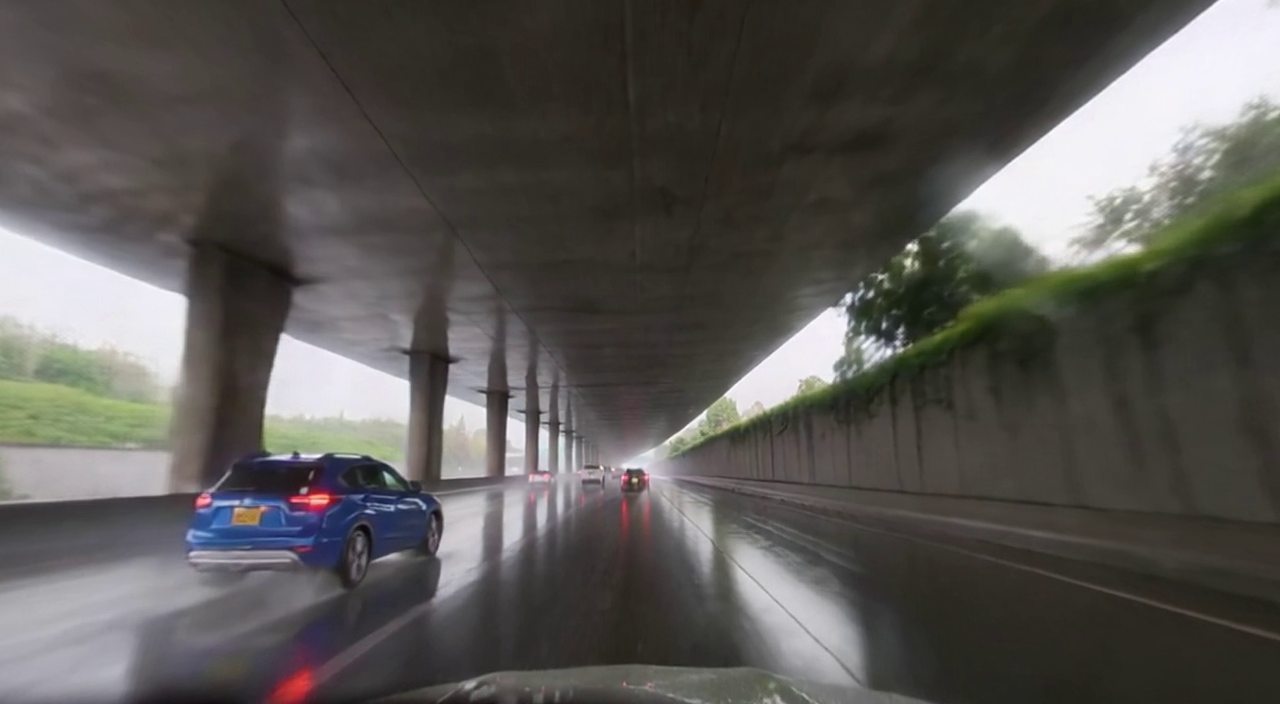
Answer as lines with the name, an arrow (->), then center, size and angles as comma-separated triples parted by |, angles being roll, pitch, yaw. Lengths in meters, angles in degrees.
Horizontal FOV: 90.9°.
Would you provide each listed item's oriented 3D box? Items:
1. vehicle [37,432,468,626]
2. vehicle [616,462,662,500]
vehicle -> -3.774, 1.869, 7.496 | 2.102, 1.521, 4.687 | 1, -11, 0
vehicle -> -0.093, 6.018, 29.479 | 1.992, 1.601, 3.762 | 1, -11, -1
